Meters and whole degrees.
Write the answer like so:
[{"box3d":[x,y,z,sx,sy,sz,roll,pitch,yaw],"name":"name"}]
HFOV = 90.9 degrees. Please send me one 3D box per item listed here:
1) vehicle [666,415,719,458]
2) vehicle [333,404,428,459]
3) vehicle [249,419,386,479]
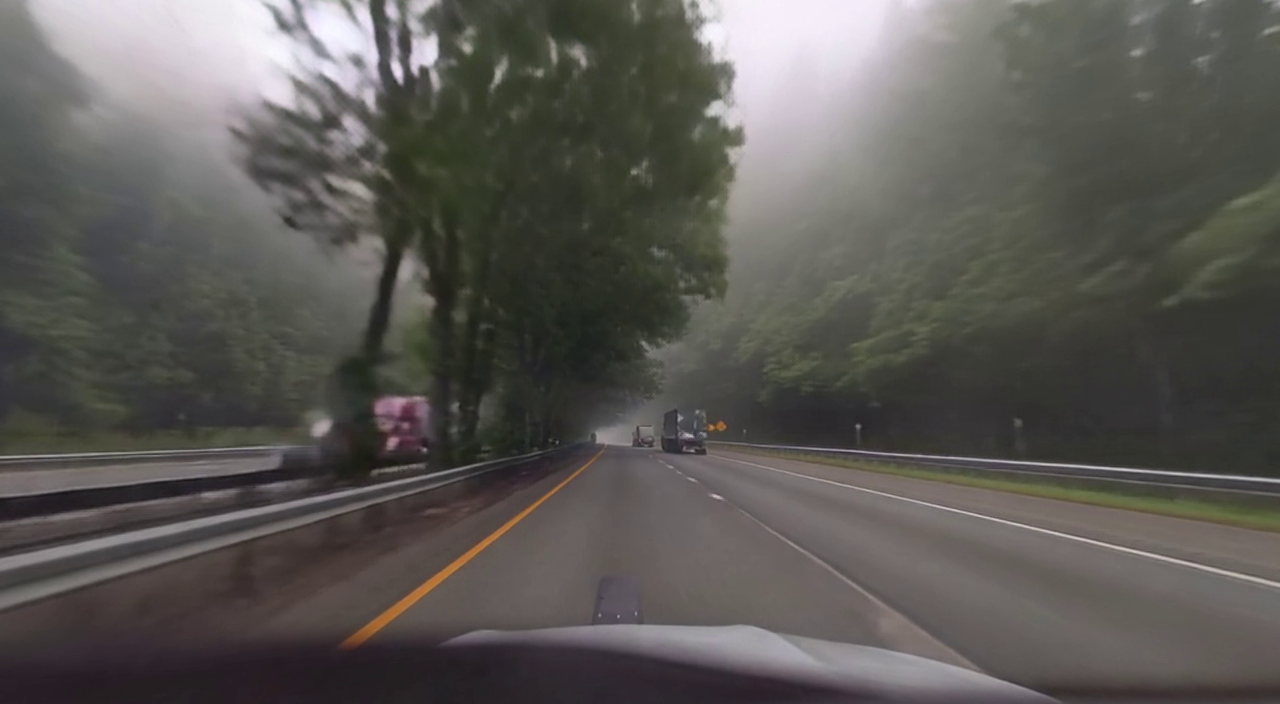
[{"box3d":[3.444,5.737,42.812,2.741,2.716,6.323,0,-8,-2],"name":"vehicle"},{"box3d":[-13.457,4.230,33.329,2.406,2.624,6.487,0,-8,-2],"name":"vehicle"},{"box3d":[-8.810,2.672,17.634,1.870,1.467,3.808,0,-8,-1],"name":"vehicle"}]
